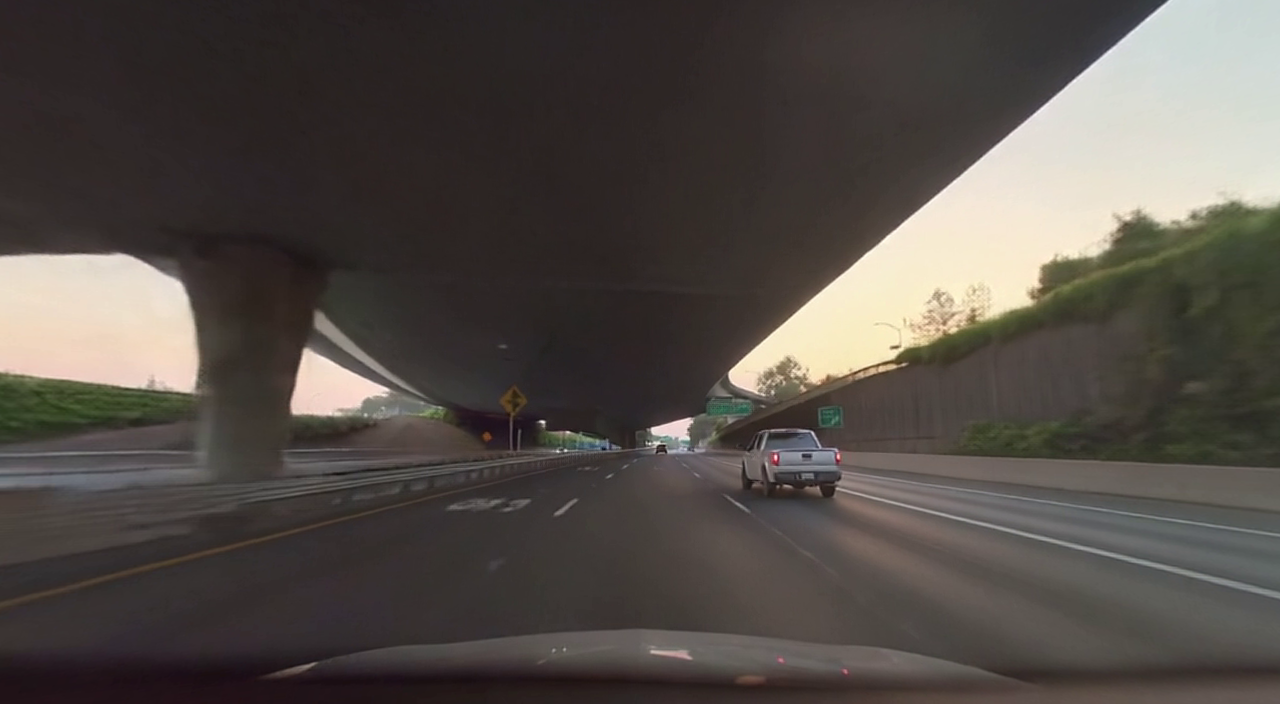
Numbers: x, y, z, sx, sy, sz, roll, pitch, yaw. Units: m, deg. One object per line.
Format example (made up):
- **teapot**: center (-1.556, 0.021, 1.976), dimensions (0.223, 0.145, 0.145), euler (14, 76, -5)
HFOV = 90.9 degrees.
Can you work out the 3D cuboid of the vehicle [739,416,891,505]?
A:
- **vehicle**: center (4.468, 2.915, 17.351), dimensions (2.505, 2.020, 5.532), euler (0, -8, -1)
